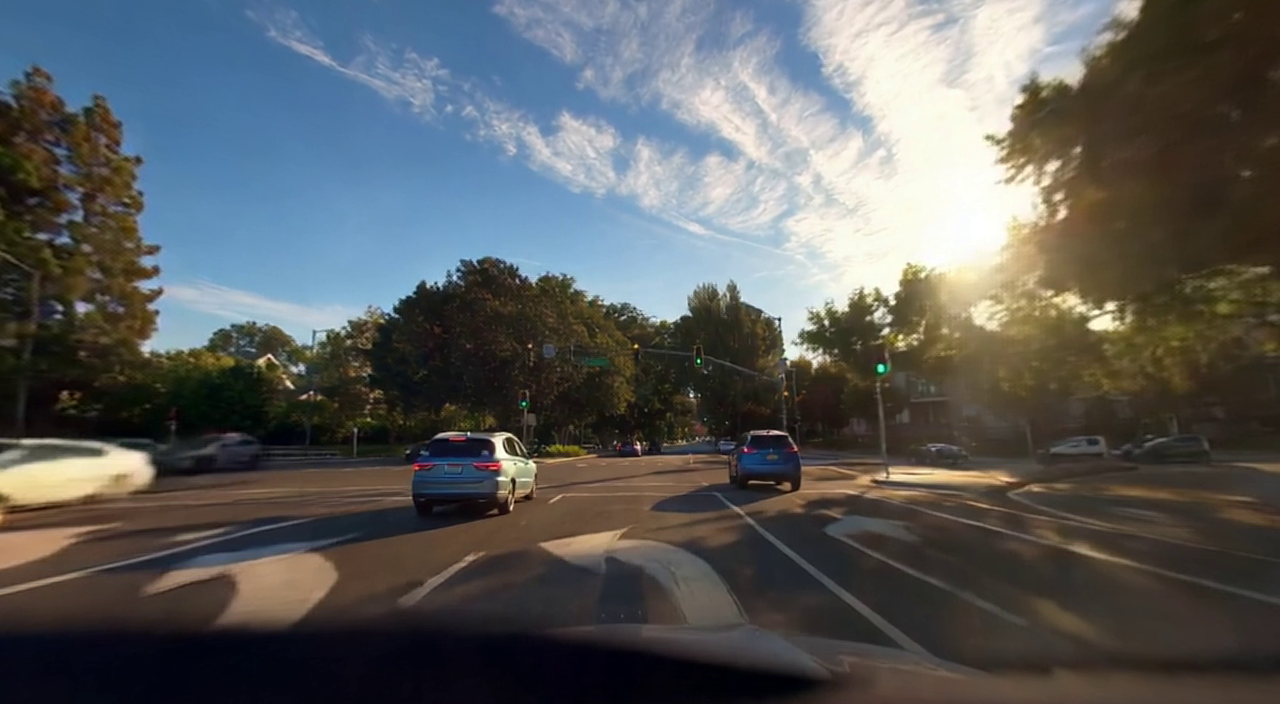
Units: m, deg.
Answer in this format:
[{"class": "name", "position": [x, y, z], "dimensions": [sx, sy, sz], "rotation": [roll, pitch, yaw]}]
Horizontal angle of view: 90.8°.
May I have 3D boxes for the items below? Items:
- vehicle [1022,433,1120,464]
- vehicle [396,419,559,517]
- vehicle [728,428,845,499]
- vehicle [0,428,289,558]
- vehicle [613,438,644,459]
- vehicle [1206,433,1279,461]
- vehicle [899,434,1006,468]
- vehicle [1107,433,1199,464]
[{"class": "vehicle", "position": [24.696, 5.515, 36.239], "dimensions": [4.479, 1.652, 2.174], "rotation": [2, -8, -17]}, {"class": "vehicle", "position": [-3.124, 2.343, 13.334], "dimensions": [2.045, 1.688, 4.632], "rotation": [-1, -8, 2]}, {"class": "vehicle", "position": [3.788, 2.958, 17.230], "dimensions": [2.132, 1.659, 4.387], "rotation": [0, -8, 0]}, {"class": "vehicle", "position": [-7.517, 1.942, 9.567], "dimensions": [1.999, 1.465, 4.640], "rotation": [0, -8, -4]}, {"class": "vehicle", "position": [-0.863, 7.576, 49.695], "dimensions": [1.988, 1.569, 4.202], "rotation": [-1, -8, 4]}, {"class": "vehicle", "position": [39.576, 6.168, 40.989], "dimensions": [4.662, 1.700, 1.985], "rotation": [2, -9, -18]}, {"class": "vehicle", "position": [16.854, 5.323, 34.091], "dimensions": [4.922, 1.630, 2.094], "rotation": [1, -8, -16]}, {"class": "vehicle", "position": [31.208, 5.863, 38.477], "dimensions": [4.524, 1.765, 2.086], "rotation": [2, -9, -18]}]
